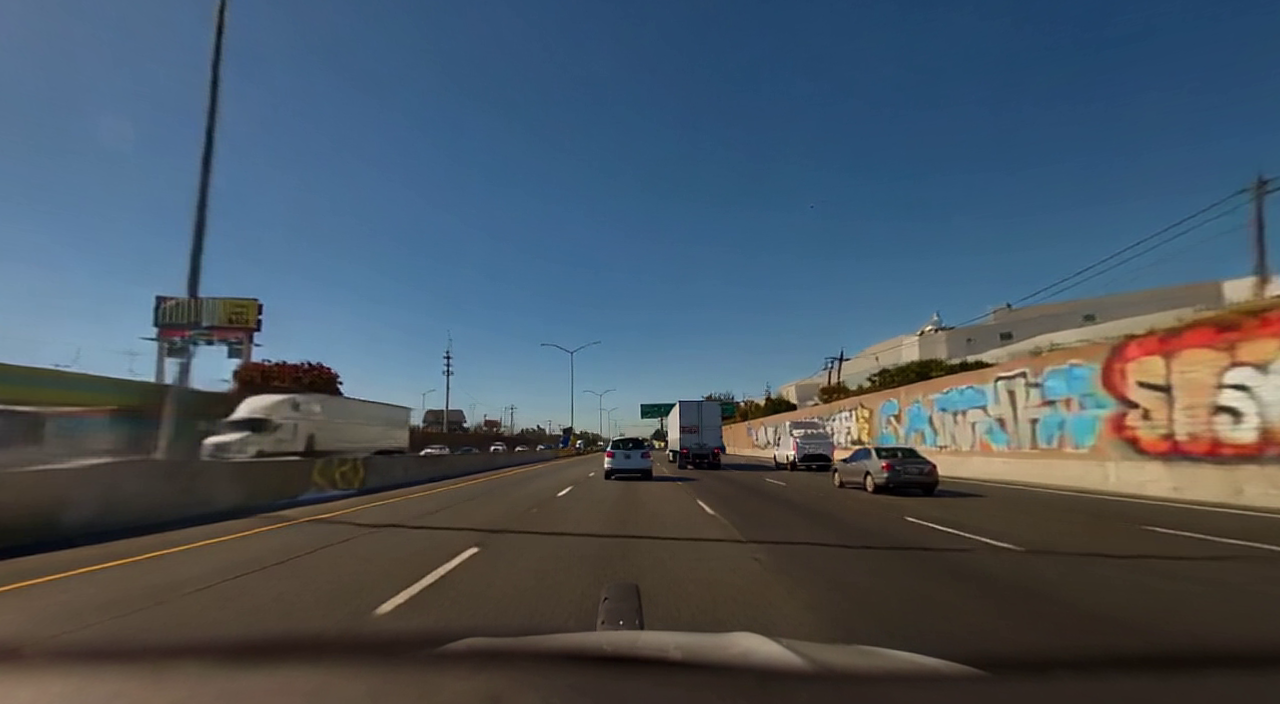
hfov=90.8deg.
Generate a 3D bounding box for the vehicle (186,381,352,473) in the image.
[{"bbox_3d":[-17.179,3.694,30.165,3.046,3.817,7.986,0,-9,-1],"label":"vehicle"}]

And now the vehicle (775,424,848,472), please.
[{"bbox_3d":[9.160,5.256,34.487,2.322,2.360,6.433,0,-9,1],"label":"vehicle"}]

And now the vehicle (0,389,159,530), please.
[{"bbox_3d":[-10.423,1.593,9.378,2.470,1.992,5.196,0,-9,-1],"label":"vehicle"}]

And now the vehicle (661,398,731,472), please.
[{"bbox_3d":[3.092,5.095,38.068,2.976,3.806,10.591,0,-9,-2],"label":"vehicle"}]

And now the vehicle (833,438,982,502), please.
[{"bbox_3d":[6.976,3.119,17.151,1.915,1.476,4.677,0,-9,-1],"label":"vehicle"}]

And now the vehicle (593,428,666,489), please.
[{"bbox_3d":[-0.448,3.678,22.093,2.249,1.843,5.176,1,-9,-3],"label":"vehicle"}]
